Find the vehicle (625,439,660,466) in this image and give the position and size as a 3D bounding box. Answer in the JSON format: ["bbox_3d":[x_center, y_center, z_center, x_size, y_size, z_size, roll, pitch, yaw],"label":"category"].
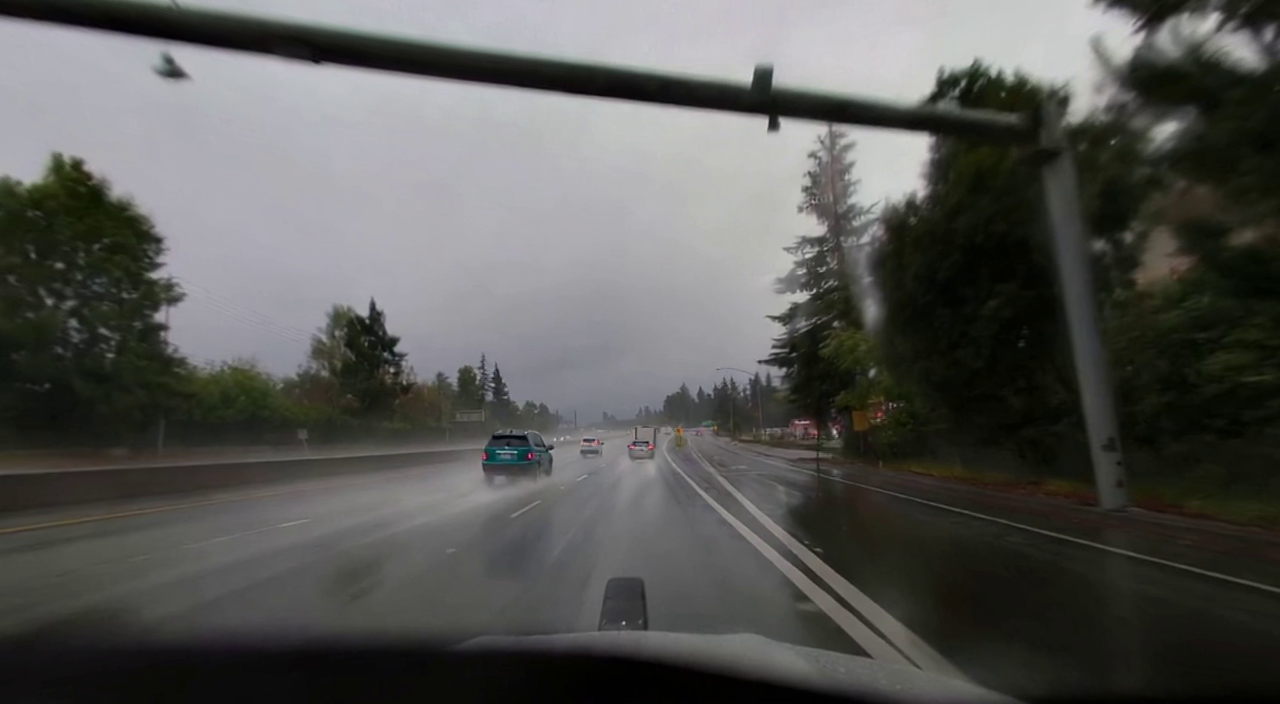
[{"bbox_3d":[0.128,6.004,37.735,1.982,1.524,3.800,0,-8,-1],"label":"vehicle"}]

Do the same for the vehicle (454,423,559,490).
[{"bbox_3d":[-4.127,3.333,20.413,2.273,1.884,4.515,0,-8,2],"label":"vehicle"}]
